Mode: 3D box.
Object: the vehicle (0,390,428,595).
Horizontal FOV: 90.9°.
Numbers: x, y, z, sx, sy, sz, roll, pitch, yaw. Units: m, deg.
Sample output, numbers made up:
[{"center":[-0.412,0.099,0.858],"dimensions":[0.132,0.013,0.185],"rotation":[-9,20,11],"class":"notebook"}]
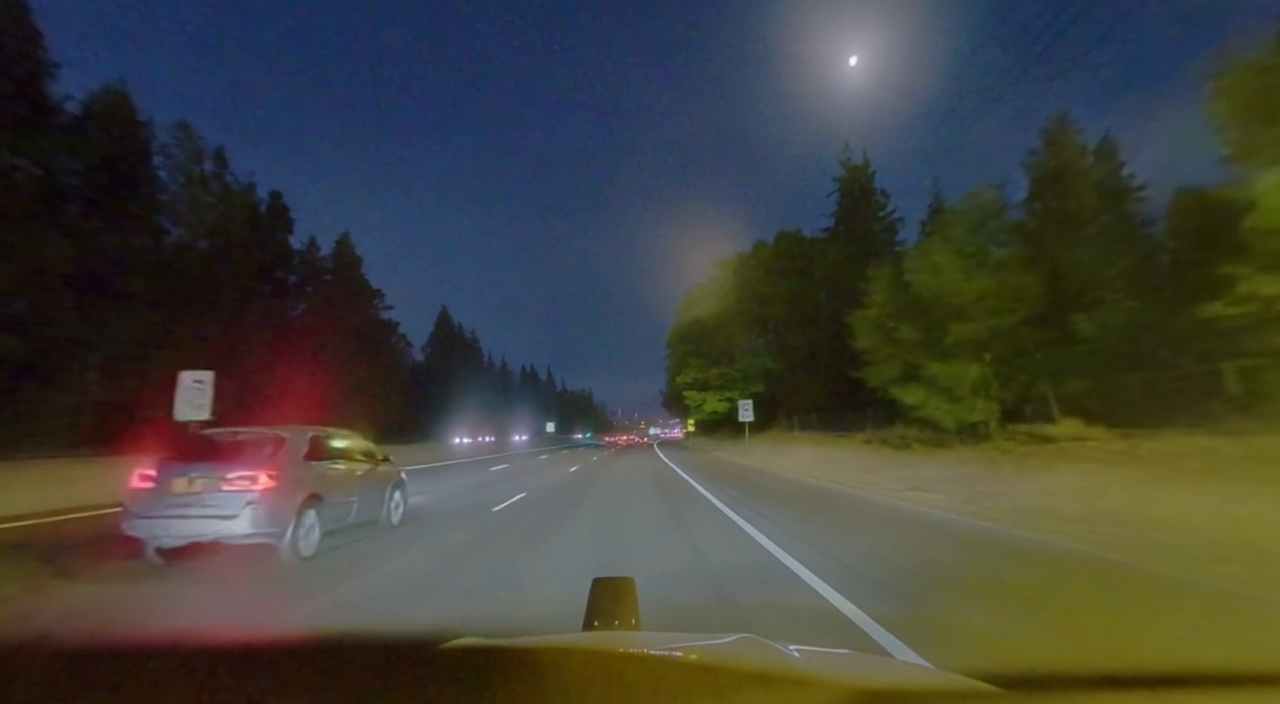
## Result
[{"center":[-4.273,1.414,7.328],"dimensions":[2.052,1.626,4.514],"rotation":[0,-8,0],"class":"vehicle"}]
